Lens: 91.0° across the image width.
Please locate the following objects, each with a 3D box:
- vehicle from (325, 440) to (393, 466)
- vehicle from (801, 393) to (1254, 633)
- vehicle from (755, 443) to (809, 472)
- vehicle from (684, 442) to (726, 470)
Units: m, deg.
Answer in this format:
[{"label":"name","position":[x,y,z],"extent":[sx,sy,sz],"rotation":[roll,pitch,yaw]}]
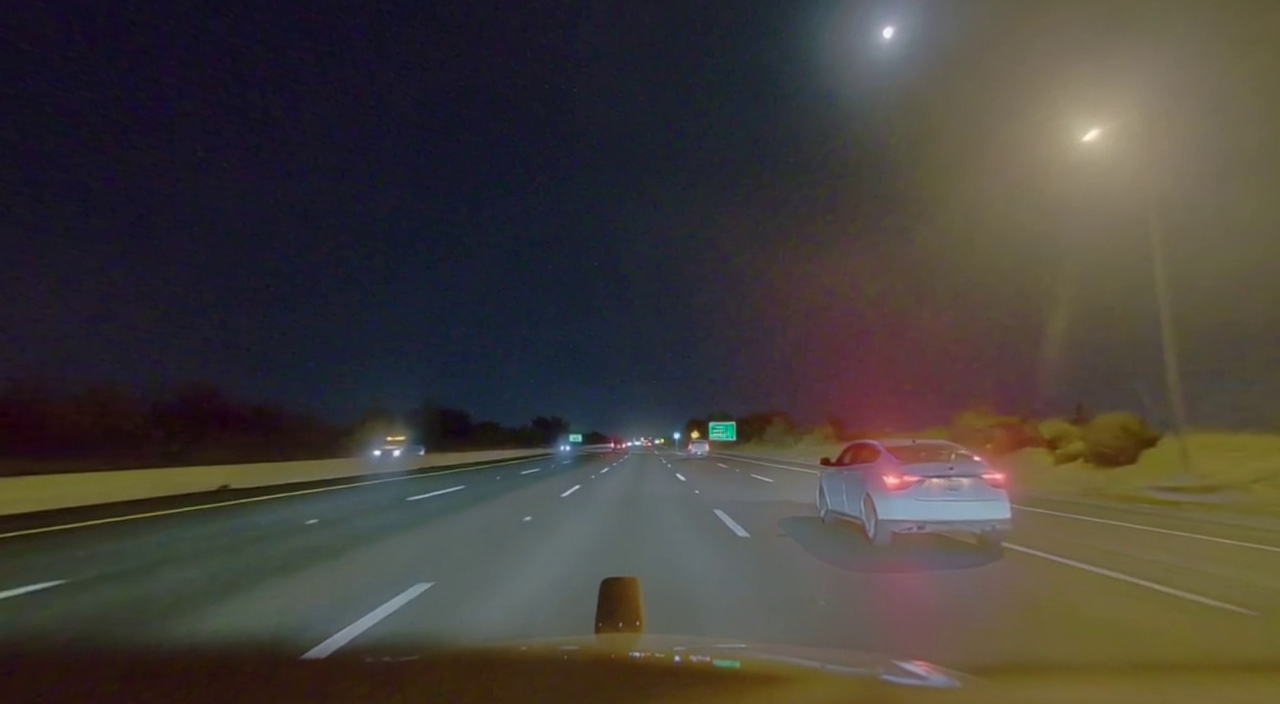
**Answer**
[{"label":"vehicle","position":[-17.086,6.168,38.610],"extent":[1.899,1.500,4.591],"rotation":[0,-9,2]},{"label":"vehicle","position":[3.270,1.446,6.581],"extent":[2.095,1.668,4.135],"rotation":[0,-9,1]},{"label":"vehicle","position":[7.966,5.946,35.757],"extent":[1.983,1.526,4.445],"rotation":[0,-9,0]},{"label":"vehicle","position":[3.695,6.018,36.596],"extent":[2.047,1.501,4.237],"rotation":[0,-9,0]}]
